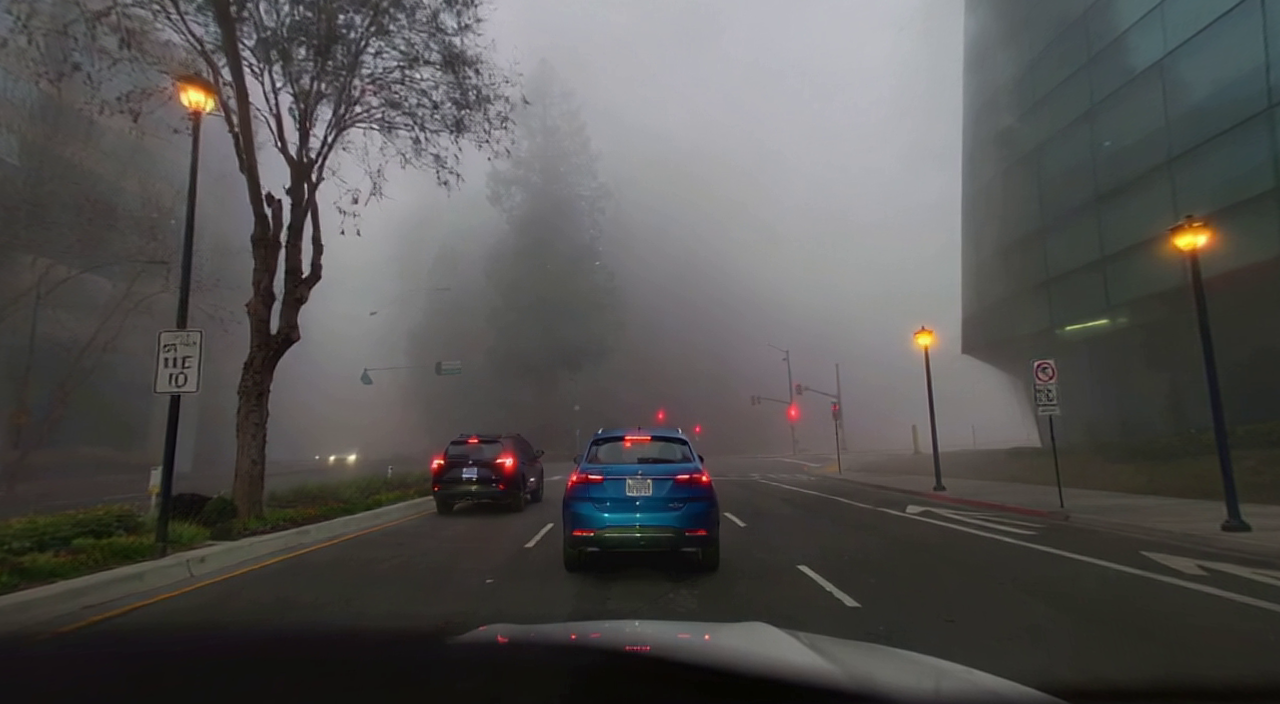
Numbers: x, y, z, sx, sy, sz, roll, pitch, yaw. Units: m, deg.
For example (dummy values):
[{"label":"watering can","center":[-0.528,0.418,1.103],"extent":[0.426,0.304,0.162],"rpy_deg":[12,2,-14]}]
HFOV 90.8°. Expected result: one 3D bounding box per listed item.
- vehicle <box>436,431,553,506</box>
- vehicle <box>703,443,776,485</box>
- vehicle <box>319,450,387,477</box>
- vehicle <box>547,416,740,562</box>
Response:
[{"label":"vehicle","center":[-3.607,2.979,16.578],"extent":[2.068,1.678,4.199],"rpy_deg":[0,-8,0]},{"label":"vehicle","center":[3.731,4.256,24.448],"extent":[2.082,1.445,4.426],"rpy_deg":[0,-8,0]},{"label":"vehicle","center":[-16.571,6.460,36.781],"extent":[1.826,1.422,4.490],"rpy_deg":[0,-8,1]},{"label":"vehicle","center":[0.023,1.881,9.404],"extent":[2.207,1.659,4.155],"rpy_deg":[0,-8,0]}]
